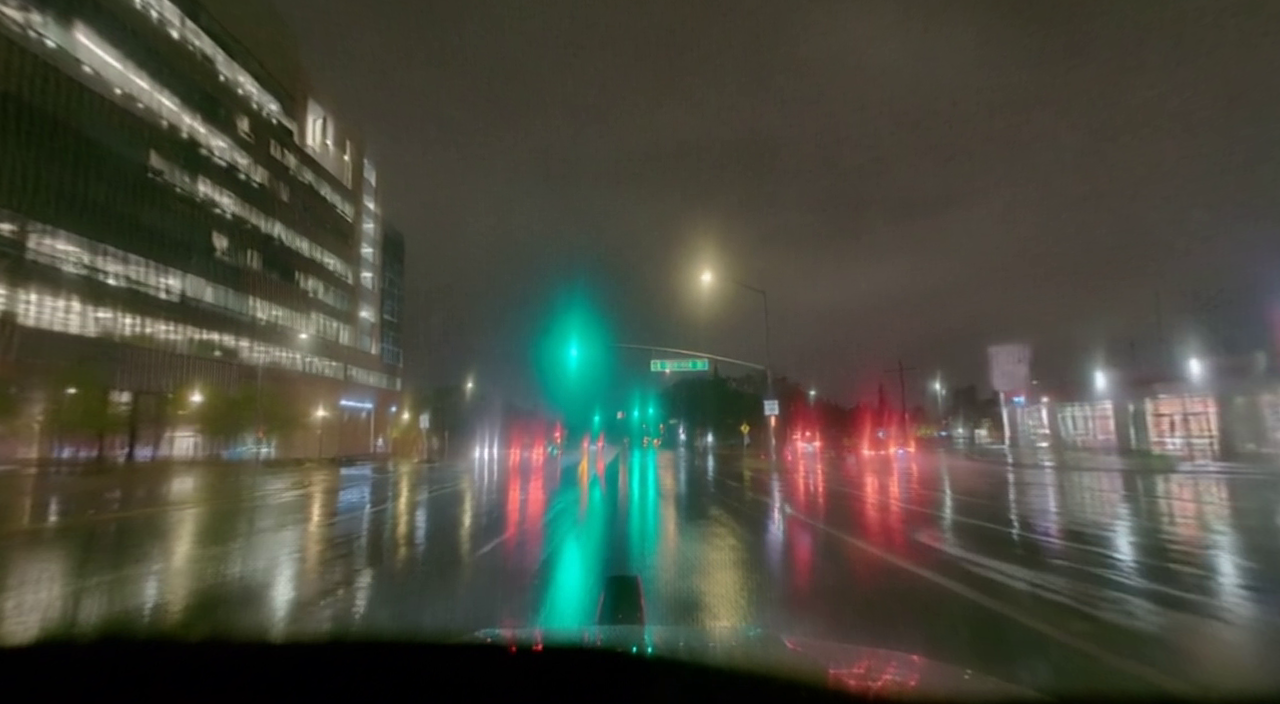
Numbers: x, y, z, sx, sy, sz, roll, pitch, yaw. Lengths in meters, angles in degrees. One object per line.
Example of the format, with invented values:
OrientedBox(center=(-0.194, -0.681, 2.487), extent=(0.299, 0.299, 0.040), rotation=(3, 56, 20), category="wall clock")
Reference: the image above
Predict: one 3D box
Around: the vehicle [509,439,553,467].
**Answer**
OrientedBox(center=(-6.766, 6.303, 39.656), extent=(1.909, 1.605, 4.561), rotation=(0, -9, 1), category="vehicle")

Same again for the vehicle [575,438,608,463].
OrientedBox(center=(-3.543, 7.288, 46.666), extent=(2.052, 1.729, 4.195), rotation=(0, -9, 0), category="vehicle")
